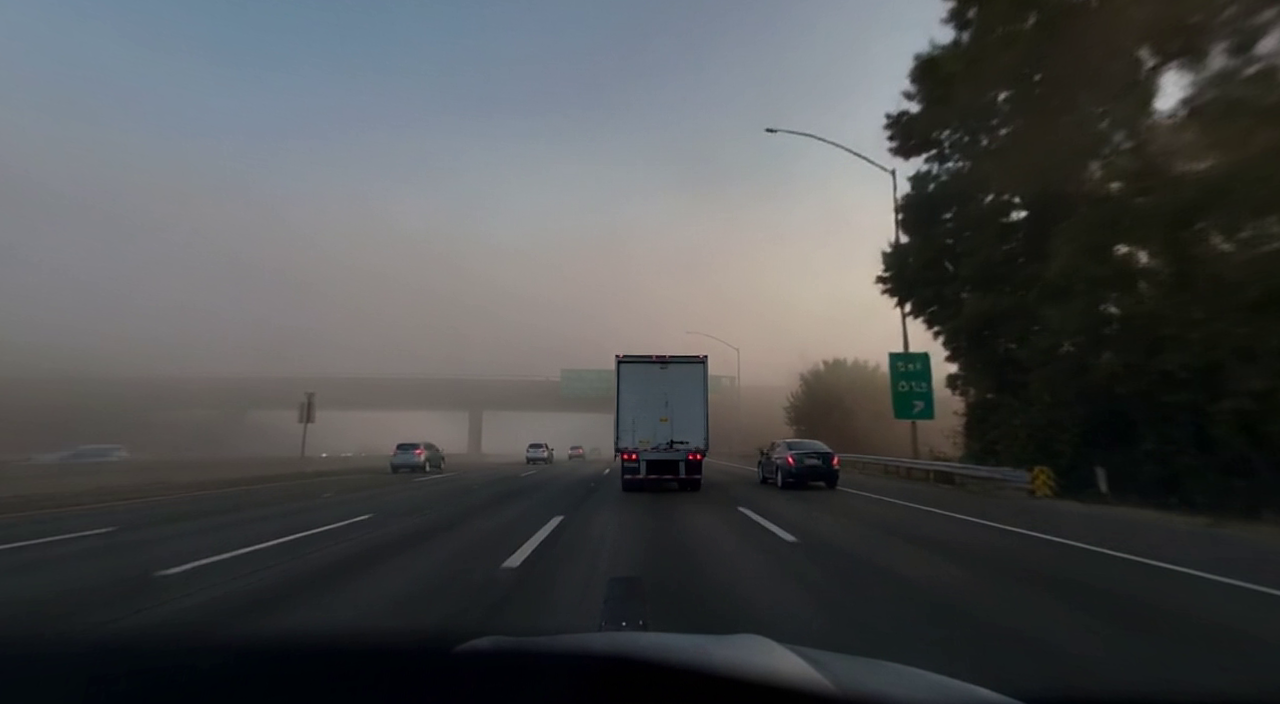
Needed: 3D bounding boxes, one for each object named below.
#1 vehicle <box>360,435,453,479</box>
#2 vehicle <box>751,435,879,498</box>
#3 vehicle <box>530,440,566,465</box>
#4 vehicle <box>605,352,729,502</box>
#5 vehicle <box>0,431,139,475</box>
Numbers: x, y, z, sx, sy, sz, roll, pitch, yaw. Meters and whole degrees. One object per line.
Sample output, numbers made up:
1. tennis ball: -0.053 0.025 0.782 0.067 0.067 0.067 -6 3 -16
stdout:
1. vehicle: -10.403 4.709 28.644 2.217 1.797 5.226 0 -9 0
2. vehicle: 4.671 3.132 17.708 2.108 1.508 4.744 0 -9 -1
3. vehicle: -7.131 7.865 49.402 2.125 1.793 4.892 0 -9 0
4. vehicle: 0.532 2.577 20.526 2.916 3.584 10.841 0 -9 -1
5. vehicle: -37.828 6.706 42.290 2.473 2.570 7.957 0 -8 -5
